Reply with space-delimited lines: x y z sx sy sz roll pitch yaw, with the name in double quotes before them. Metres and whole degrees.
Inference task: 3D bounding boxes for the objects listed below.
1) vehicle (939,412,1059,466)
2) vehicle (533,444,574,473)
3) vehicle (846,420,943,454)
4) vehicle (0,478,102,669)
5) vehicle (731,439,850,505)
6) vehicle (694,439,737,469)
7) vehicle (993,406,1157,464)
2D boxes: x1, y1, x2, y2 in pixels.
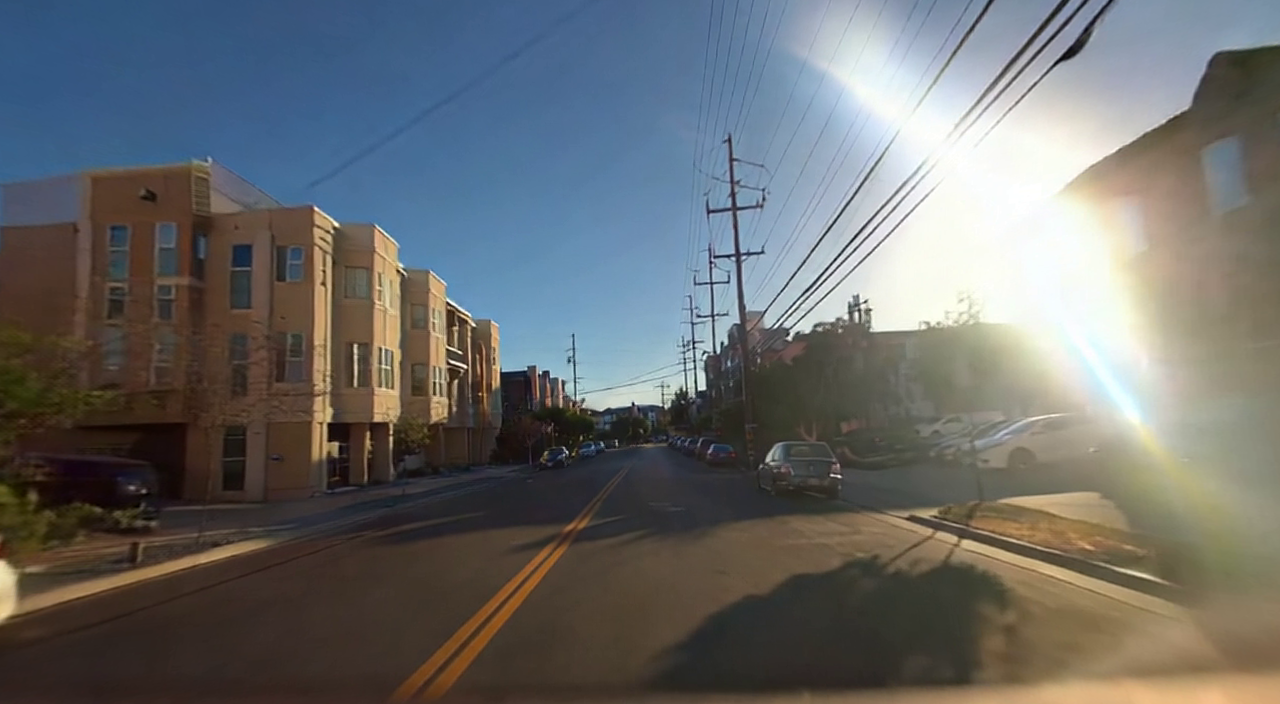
"vehicle" 10.821 2.662 19.328 1.801 1.491 3.488 -1 -8 4
"vehicle" -5.416 6.680 39.949 1.913 1.672 4.267 -1 -8 2
"vehicle" 13.575 4.593 33.974 1.897 1.659 4.648 4 -9 -28
"vehicle" -6.070 1.599 3.615 1.863 1.449 4.536 -1 -8 2
"vehicle" 3.702 3.014 16.473 1.928 1.440 4.738 0 -8 0
"vehicle" 4.177 5.703 35.464 1.914 1.591 3.892 0 -8 0
"vehicle" 13.032 2.566 19.333 1.997 1.546 4.370 -1 -8 2
